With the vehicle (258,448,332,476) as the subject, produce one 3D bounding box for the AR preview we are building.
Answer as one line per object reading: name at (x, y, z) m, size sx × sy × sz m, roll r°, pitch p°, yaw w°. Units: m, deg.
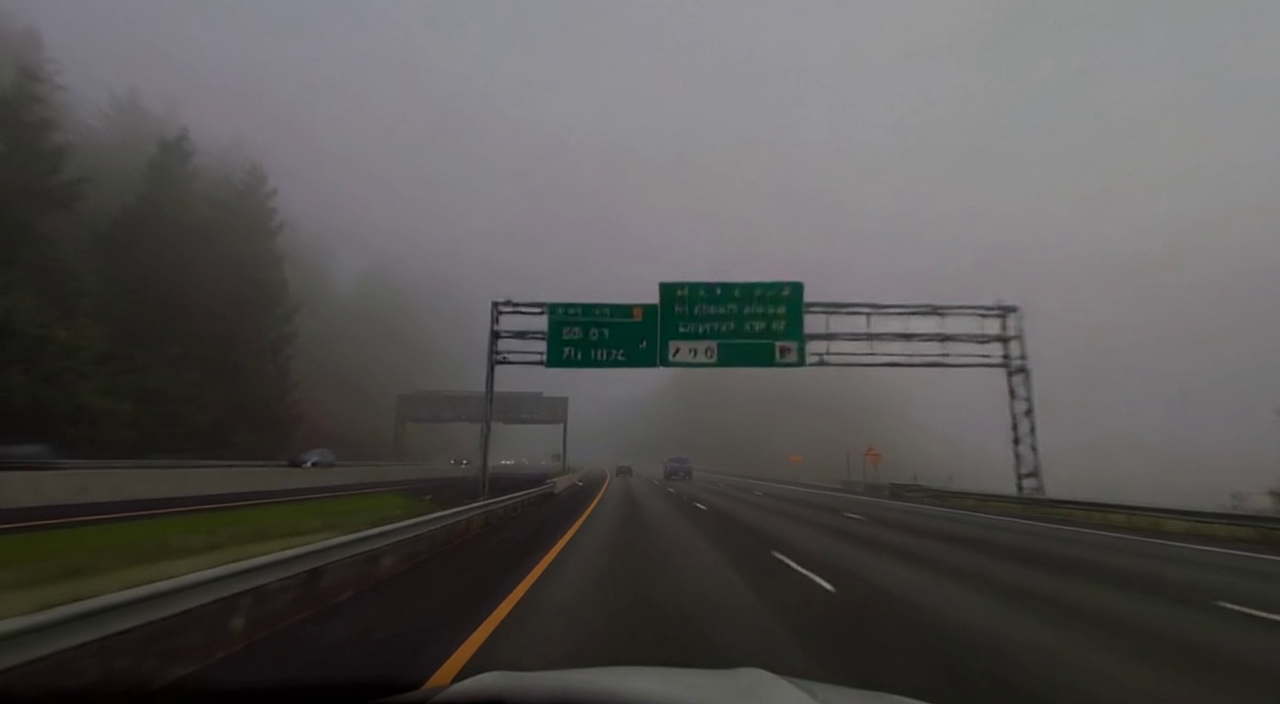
vehicle at (-21.922, 7.079, 40.322) m, size 2.151 × 1.661 × 4.683 m, roll 1°, pitch -10°, yaw -2°
